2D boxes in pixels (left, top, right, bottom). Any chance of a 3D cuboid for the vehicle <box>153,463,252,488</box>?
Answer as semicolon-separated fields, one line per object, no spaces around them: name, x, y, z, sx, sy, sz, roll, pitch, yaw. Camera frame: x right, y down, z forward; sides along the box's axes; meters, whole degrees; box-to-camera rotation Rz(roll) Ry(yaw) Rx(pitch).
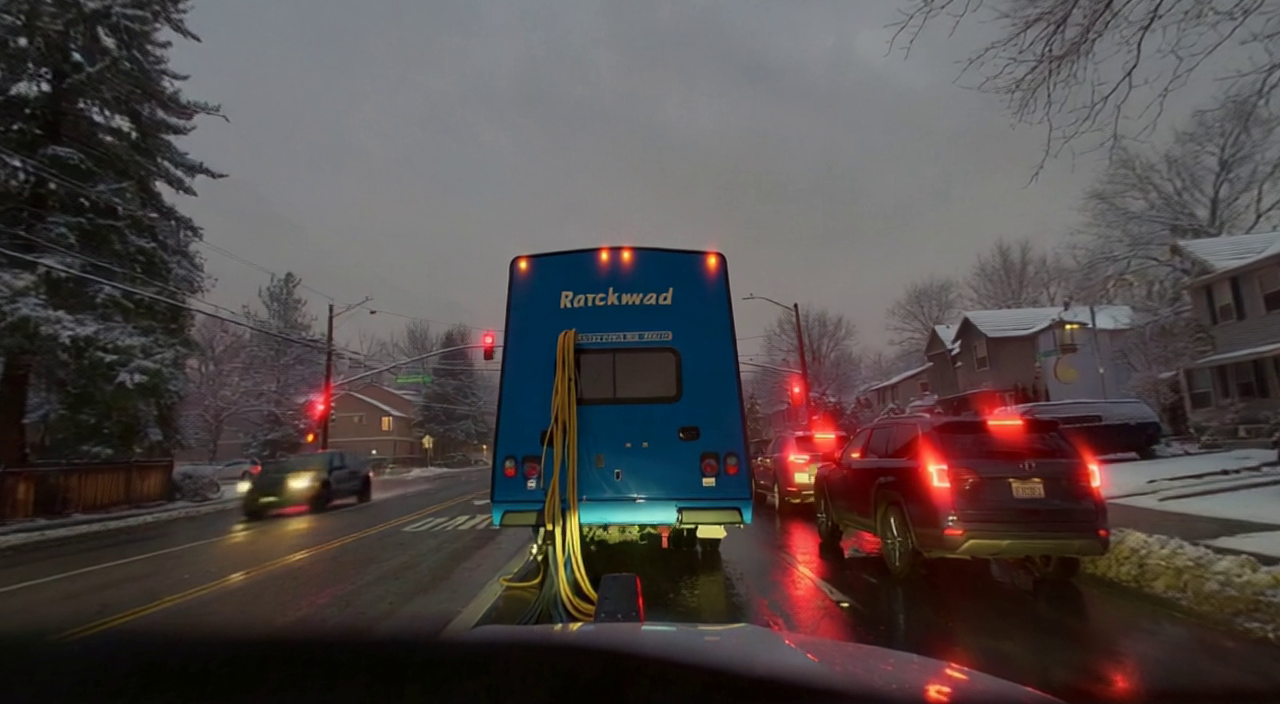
vehicle;-28.827;8.135;41.763;4.954;1.506;2.014;0;-9;-3

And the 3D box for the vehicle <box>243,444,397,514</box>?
vehicle;-8.881;3.525;18.090;2.110;1.713;4.449;0;-9;-1

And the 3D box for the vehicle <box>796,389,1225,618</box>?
vehicle;3.403;1.493;7.136;2.104;1.735;4.408;0;-9;0

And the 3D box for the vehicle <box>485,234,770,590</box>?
vehicle;-0.113;1.130;10.333;2.709;3.511;8.213;0;-9;0
